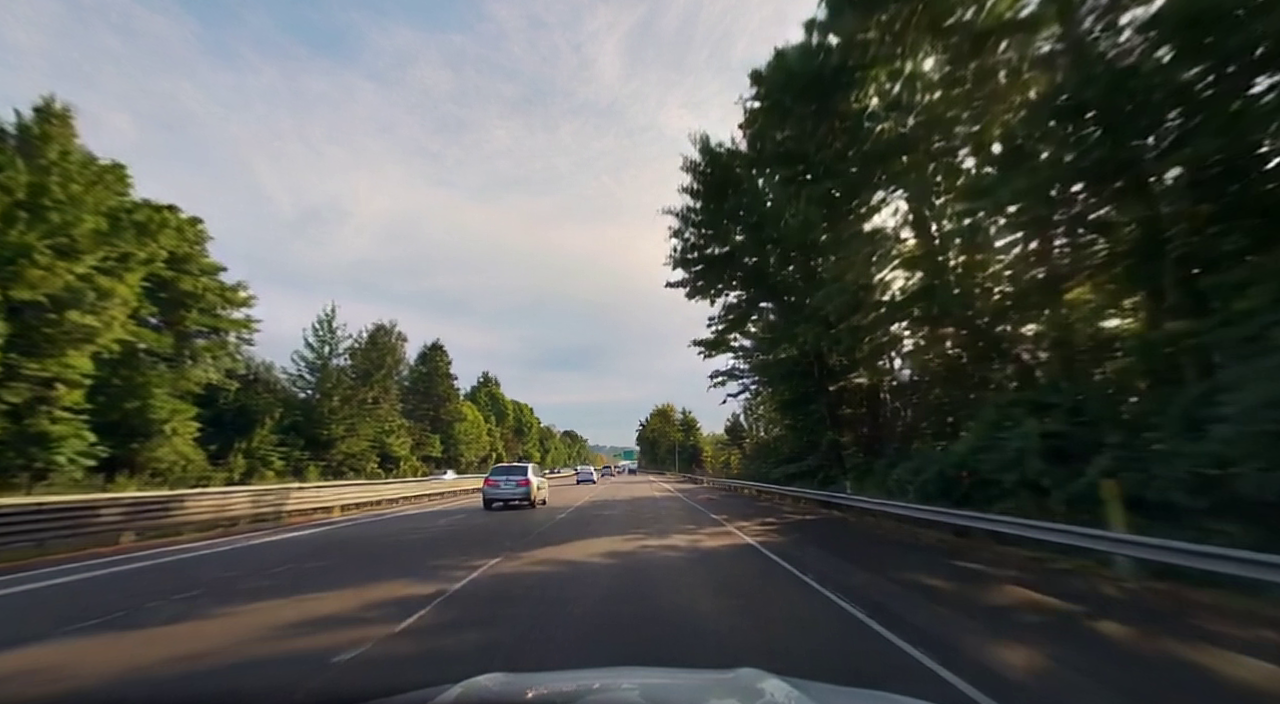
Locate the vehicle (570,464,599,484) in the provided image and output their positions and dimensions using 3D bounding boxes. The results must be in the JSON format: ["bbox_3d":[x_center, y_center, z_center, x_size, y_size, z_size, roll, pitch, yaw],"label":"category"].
[{"bbox_3d":[-4.286,9.588,49.472,1.900,1.469,4.106,0,-10,0],"label":"vehicle"}]

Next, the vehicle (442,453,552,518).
[{"bbox_3d":[-3.904,3.762,18.095,2.068,1.592,4.479,0,-10,1],"label":"vehicle"}]
